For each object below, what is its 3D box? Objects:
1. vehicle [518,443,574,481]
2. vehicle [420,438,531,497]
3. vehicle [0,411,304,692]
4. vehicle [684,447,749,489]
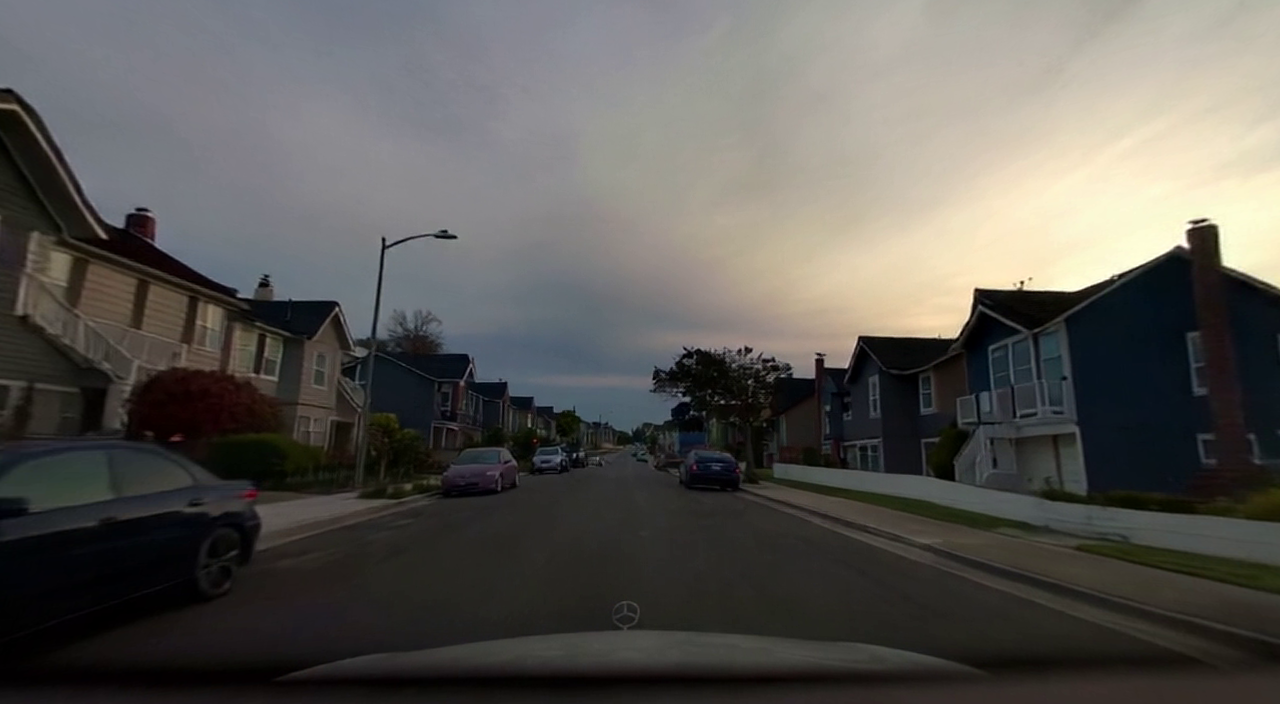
[{"bbox_3d":[-4.410,5.204,30.239,2.089,1.508,4.537,2,-7,-1],"label":"vehicle"},{"bbox_3d":[-4.601,3.301,18.503,2.020,1.470,5.300,0,-8,-2],"label":"vehicle"},{"bbox_3d":[-4.433,1.139,3.930,2.080,1.471,4.638,1,-9,0],"label":"vehicle"},{"bbox_3d":[2.927,4.541,25.025,1.888,1.484,4.476,0,-8,-1],"label":"vehicle"}]
